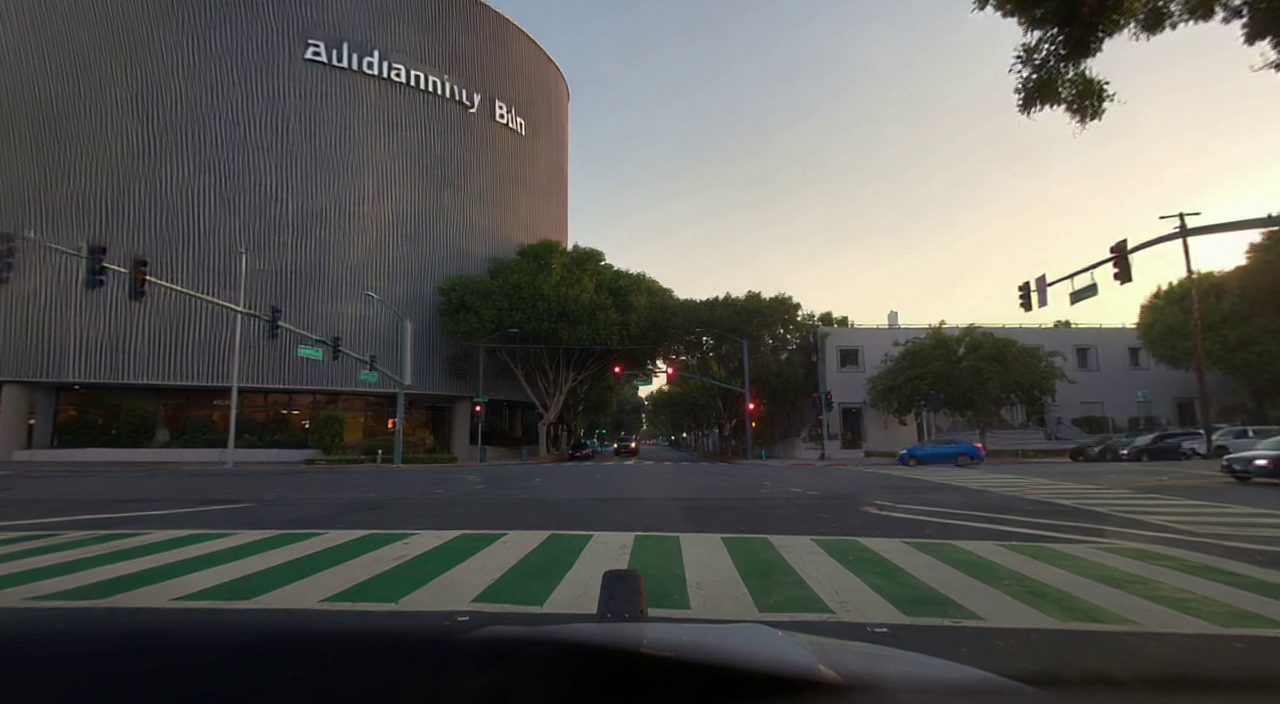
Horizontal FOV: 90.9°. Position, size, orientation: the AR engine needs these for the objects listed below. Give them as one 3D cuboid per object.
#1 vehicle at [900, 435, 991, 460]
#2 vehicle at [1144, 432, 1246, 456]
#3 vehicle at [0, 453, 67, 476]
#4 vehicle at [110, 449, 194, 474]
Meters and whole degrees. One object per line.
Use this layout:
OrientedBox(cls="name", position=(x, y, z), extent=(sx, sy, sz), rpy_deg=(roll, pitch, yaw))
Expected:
OrientedBox(cls="vehicle", position=(18.592, 5.868, 38.552), extent=(4.529, 1.457, 1.981), rpy_deg=(-1, -8, 5))
OrientedBox(cls="vehicle", position=(36.170, 6.018, 41.185), extent=(4.767, 1.456, 1.858), rpy_deg=(-1, -8, 3))
OrientedBox(cls="vehicle", position=(-41.654, 7.636, 42.770), extent=(3.698, 1.467, 1.779), rpy_deg=(0, -8, 1))
OrientedBox(cls="vehicle", position=(-33.066, 7.405, 42.758), extent=(4.136, 1.661, 1.857), rpy_deg=(0, -8, 1))
